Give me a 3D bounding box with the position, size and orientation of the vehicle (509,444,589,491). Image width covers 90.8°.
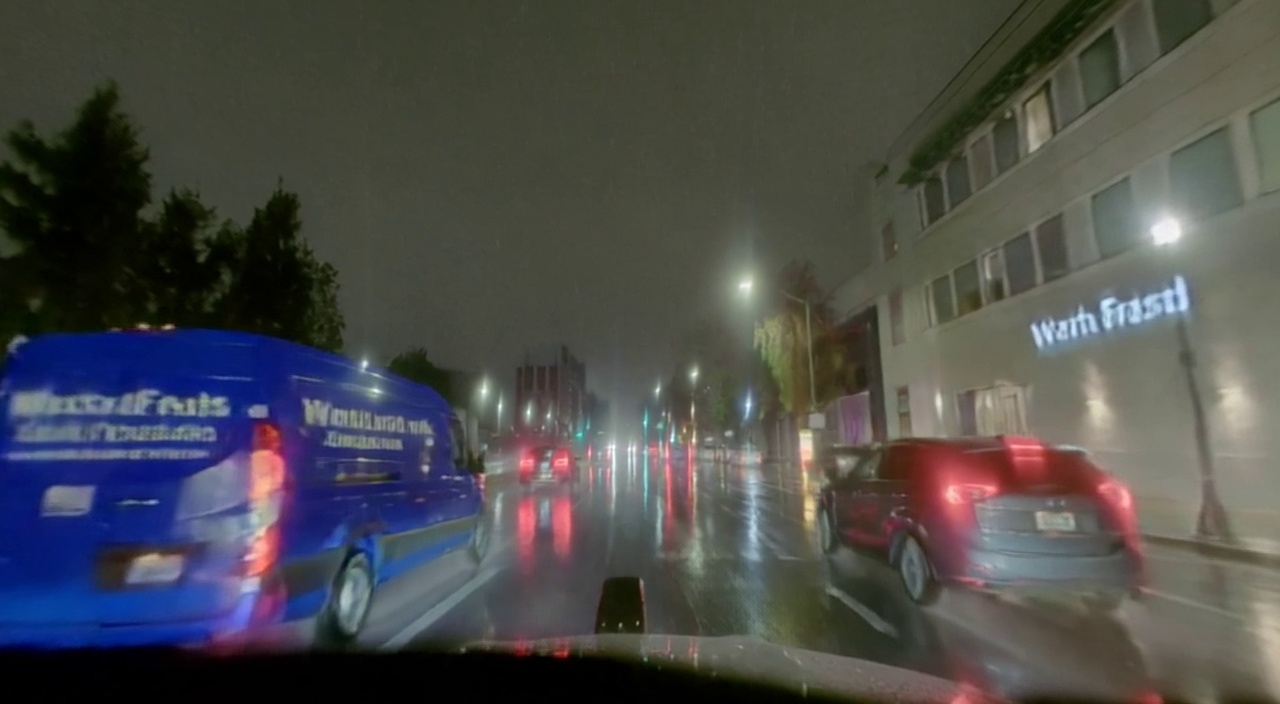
[{"bbox_3d":[-3.077,4.026,22.372,2.060,1.466,4.387,0,-9,1],"label":"vehicle"}]

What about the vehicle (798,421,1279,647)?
[{"bbox_3d":[3.264,1.563,6.570,2.021,1.491,4.563,0,-9,-1],"label":"vehicle"}]

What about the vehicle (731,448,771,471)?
[{"bbox_3d":[7.320,7.152,42.182,1.896,1.442,4.305,0,-9,0],"label":"vehicle"}]

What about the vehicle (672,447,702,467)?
[{"bbox_3d":[3.559,8.073,48.722,1.961,1.482,4.538,0,-9,0],"label":"vehicle"}]

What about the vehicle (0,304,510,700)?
[{"bbox_3d":[-3.202,1.212,6.312,2.490,2.153,5.594,0,-9,1],"label":"vehicle"}]
